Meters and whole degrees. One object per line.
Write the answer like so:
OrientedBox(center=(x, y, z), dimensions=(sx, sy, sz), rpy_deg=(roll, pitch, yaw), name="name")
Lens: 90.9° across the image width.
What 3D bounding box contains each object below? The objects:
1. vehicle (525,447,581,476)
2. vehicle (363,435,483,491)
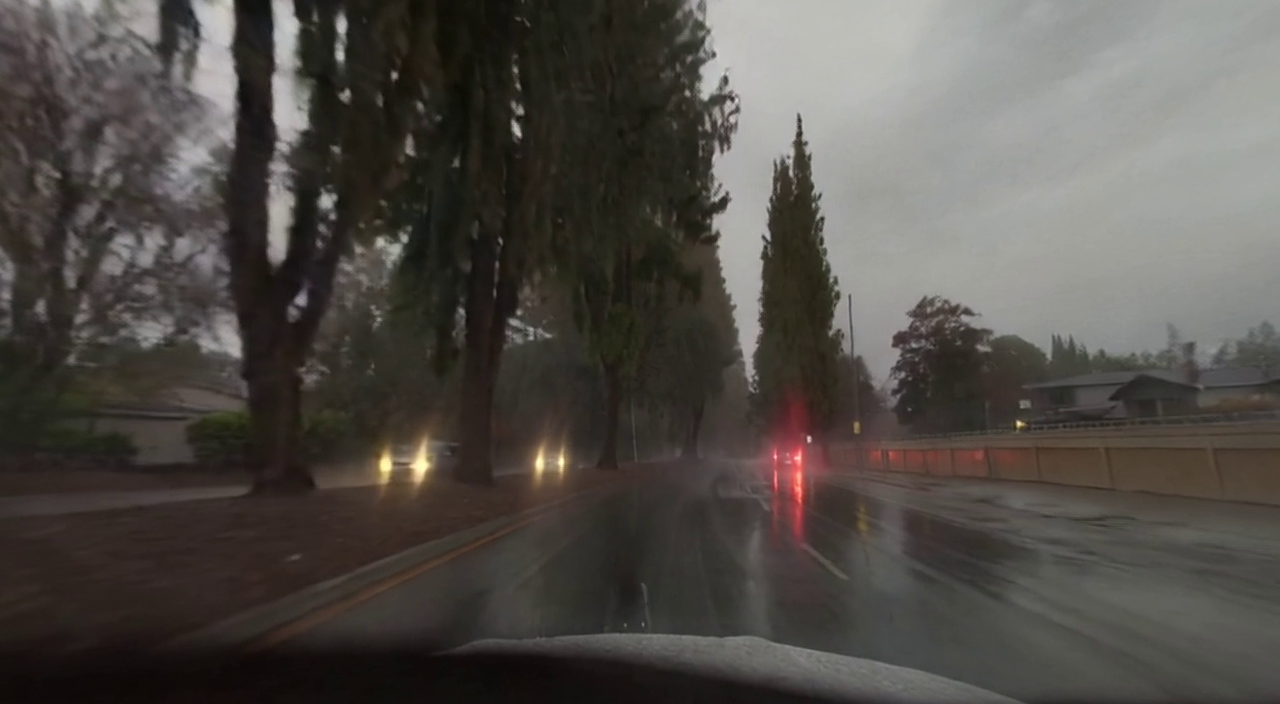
OrientedBox(center=(-5.435, 6.911, 40.000), dimensions=(2.261, 1.655, 4.613), rpy_deg=(-2, -9, 9), name="vehicle")
OrientedBox(center=(-7.755, 4.017, 23.208), dimensions=(2.276, 1.805, 4.984), rpy_deg=(-2, -9, 5), name="vehicle")
